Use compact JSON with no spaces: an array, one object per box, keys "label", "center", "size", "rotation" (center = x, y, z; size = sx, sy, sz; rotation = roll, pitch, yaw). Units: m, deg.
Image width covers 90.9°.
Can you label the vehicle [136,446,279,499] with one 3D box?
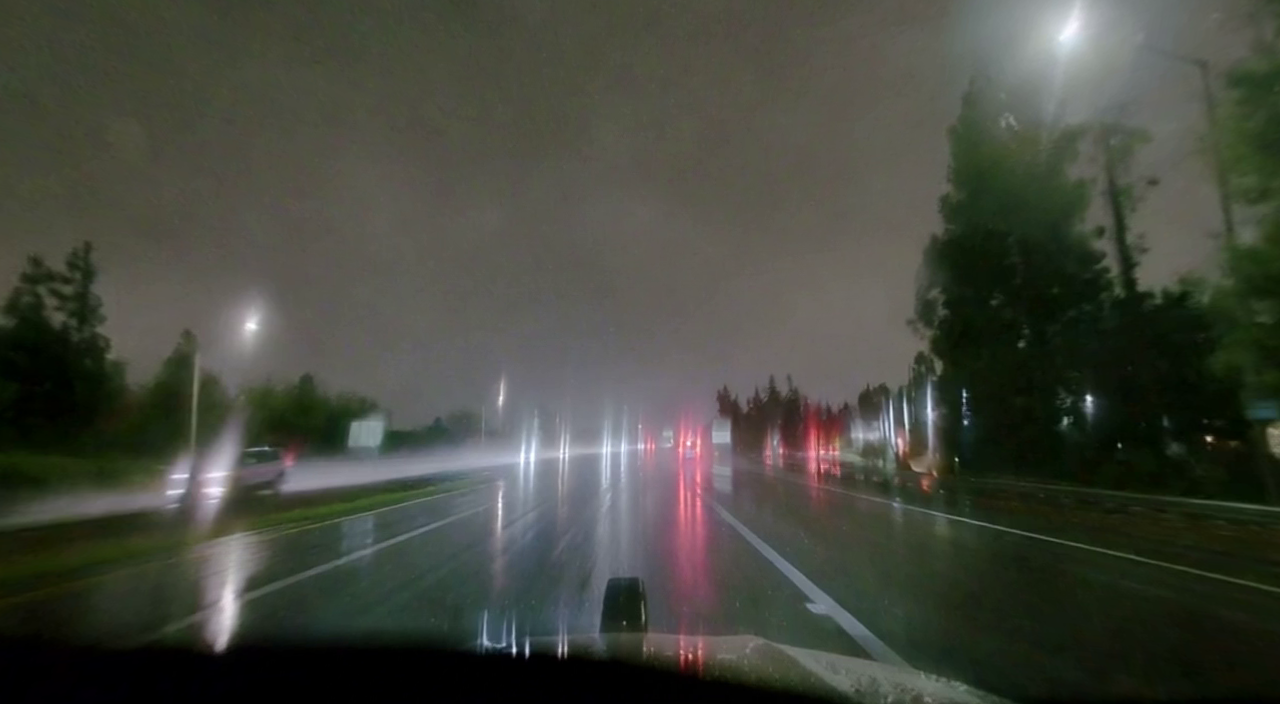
[{"label":"vehicle","center":[-16.149,4.489,23.941],"size":[2.044,1.764,4.719],"rotation":[0,-8,1]}]
